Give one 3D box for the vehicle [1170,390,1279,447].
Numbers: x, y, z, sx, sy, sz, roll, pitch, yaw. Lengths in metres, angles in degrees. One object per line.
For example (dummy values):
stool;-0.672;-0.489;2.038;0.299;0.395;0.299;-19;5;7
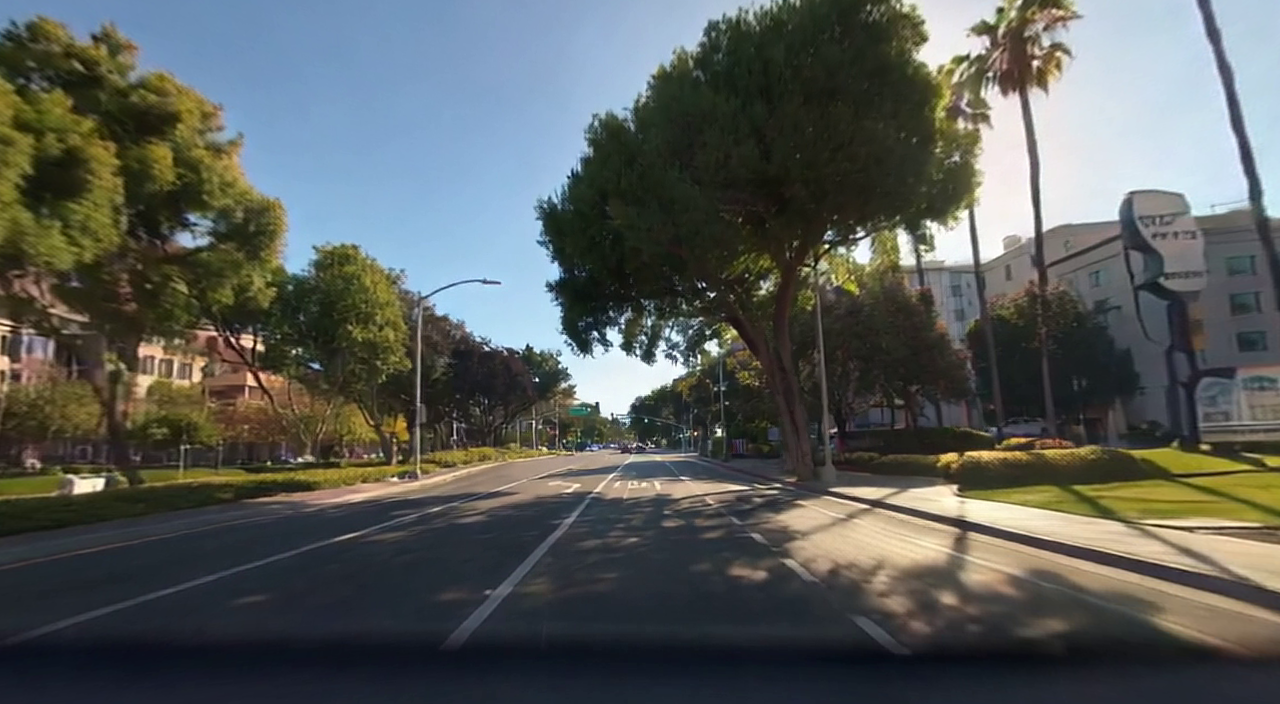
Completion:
vehicle;21.611;2.323;21.516;2.222;1.818;5.099;1;-8;-6
